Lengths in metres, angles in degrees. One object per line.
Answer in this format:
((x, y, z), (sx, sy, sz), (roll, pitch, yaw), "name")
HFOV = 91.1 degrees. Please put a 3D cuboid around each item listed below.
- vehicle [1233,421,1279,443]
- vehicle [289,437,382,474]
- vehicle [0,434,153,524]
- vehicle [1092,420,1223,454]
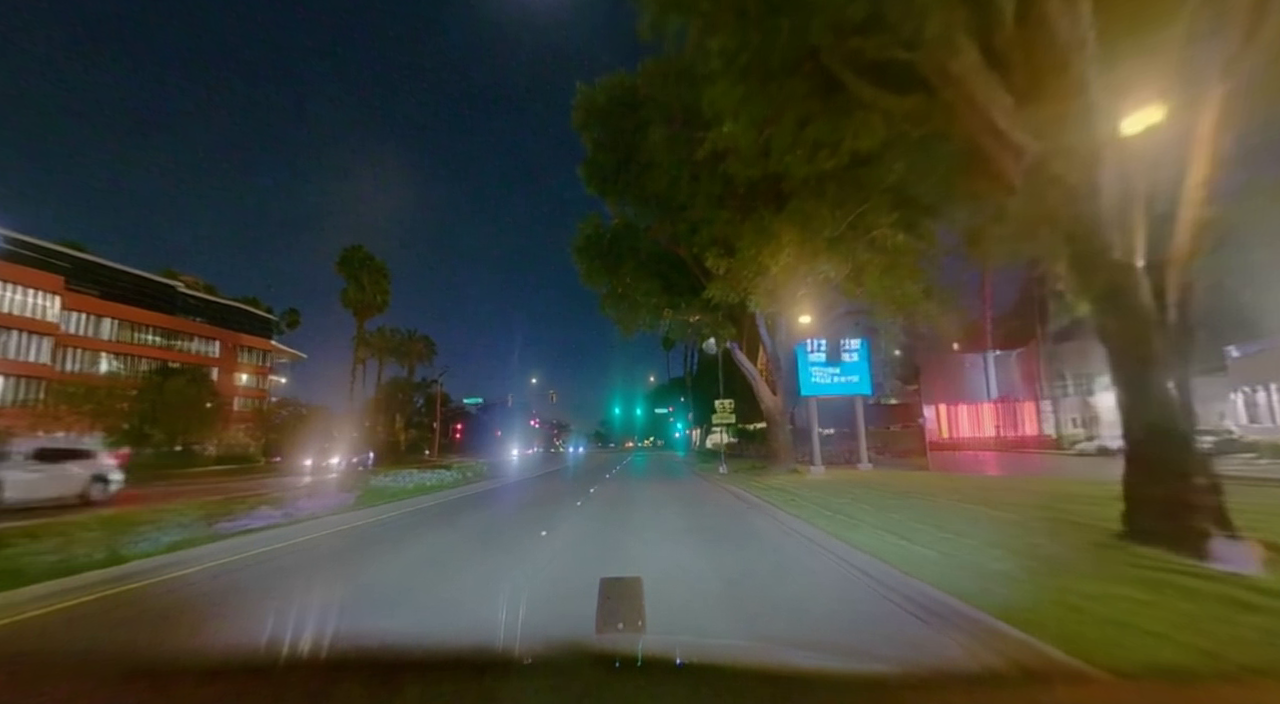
((45.242, 5.674, 44.581), (4.301, 1.498, 1.875), (0, -8, 0), "vehicle")
((-16.757, 5.709, 34.938), (2.221, 1.832, 5.572), (0, -8, 2), "vehicle")
((-12.050, 2.323, 11.741), (2.078, 1.532, 4.627), (0, -8, 1), "vehicle")
((25.290, 4.184, 30.796), (4.649, 1.611, 1.945), (0, -8, 0), "vehicle")
